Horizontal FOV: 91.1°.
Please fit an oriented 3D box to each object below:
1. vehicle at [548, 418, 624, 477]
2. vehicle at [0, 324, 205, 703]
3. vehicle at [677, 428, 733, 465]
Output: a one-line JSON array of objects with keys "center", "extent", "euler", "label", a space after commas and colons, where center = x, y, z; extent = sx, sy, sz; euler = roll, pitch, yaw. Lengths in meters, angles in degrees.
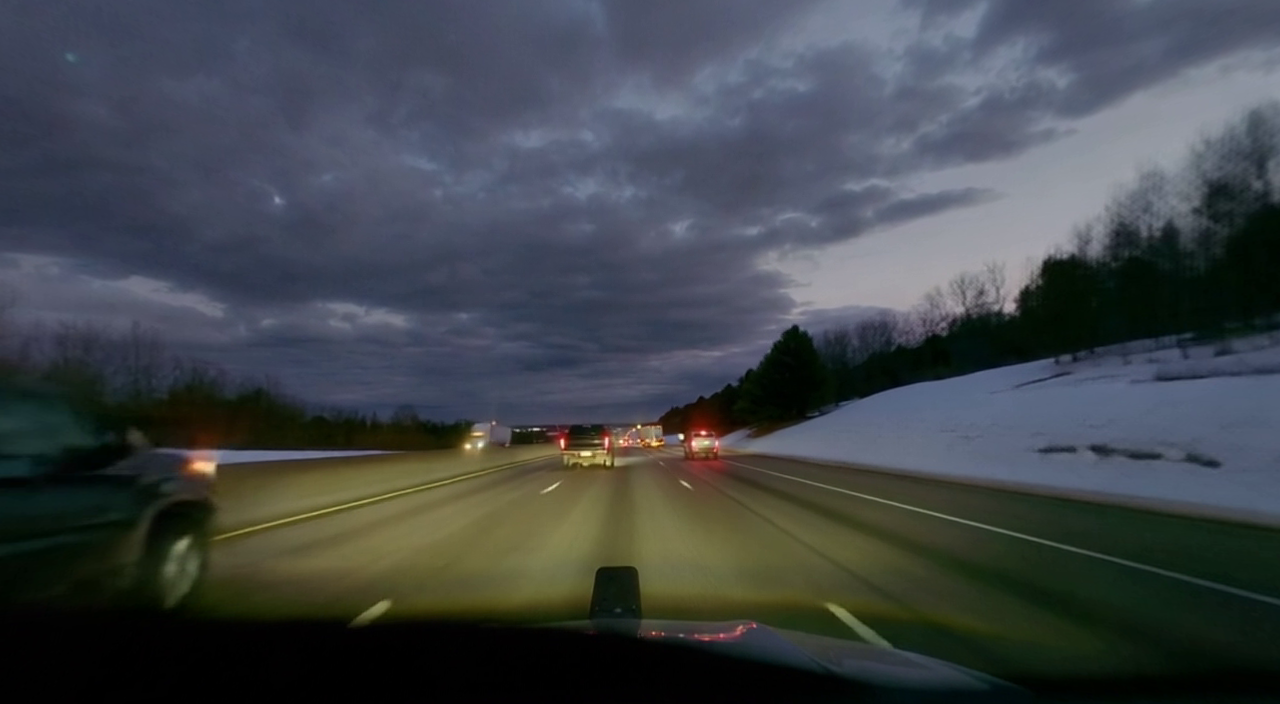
[{"center": [-1.718, 3.239, 21.605], "extent": [2.185, 1.772, 4.656], "euler": [0, -8, 0], "label": "vehicle"}, {"center": [-3.745, 0.583, 1.689], "extent": [1.997, 1.663, 4.451], "euler": [0, -8, -1], "label": "vehicle"}, {"center": [3.119, 4.642, 31.170], "extent": [2.124, 1.696, 4.173], "euler": [0, -8, -3], "label": "vehicle"}]
